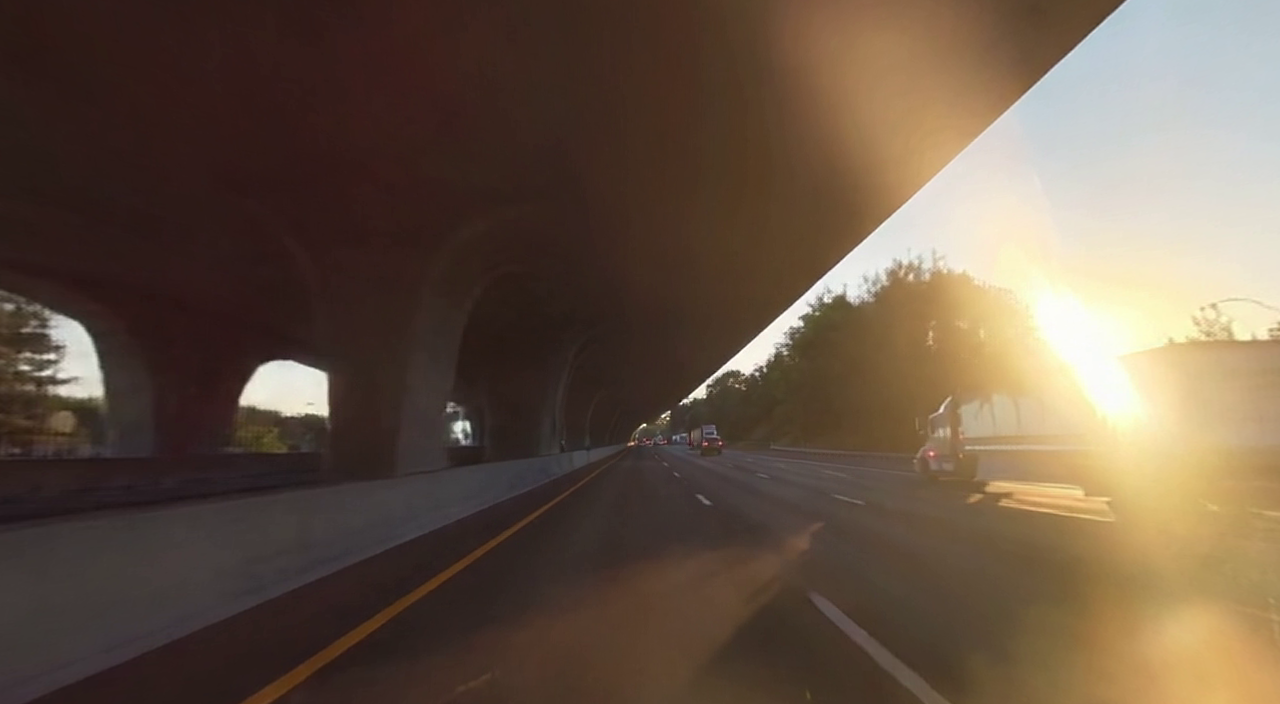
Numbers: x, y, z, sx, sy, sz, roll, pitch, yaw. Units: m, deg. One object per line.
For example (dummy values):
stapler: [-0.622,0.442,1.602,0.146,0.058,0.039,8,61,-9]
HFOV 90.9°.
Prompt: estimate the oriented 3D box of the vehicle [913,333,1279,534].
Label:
vehicle: [10.735,2.056,15.607,2.960,3.207,10.950,0,-8,0]
